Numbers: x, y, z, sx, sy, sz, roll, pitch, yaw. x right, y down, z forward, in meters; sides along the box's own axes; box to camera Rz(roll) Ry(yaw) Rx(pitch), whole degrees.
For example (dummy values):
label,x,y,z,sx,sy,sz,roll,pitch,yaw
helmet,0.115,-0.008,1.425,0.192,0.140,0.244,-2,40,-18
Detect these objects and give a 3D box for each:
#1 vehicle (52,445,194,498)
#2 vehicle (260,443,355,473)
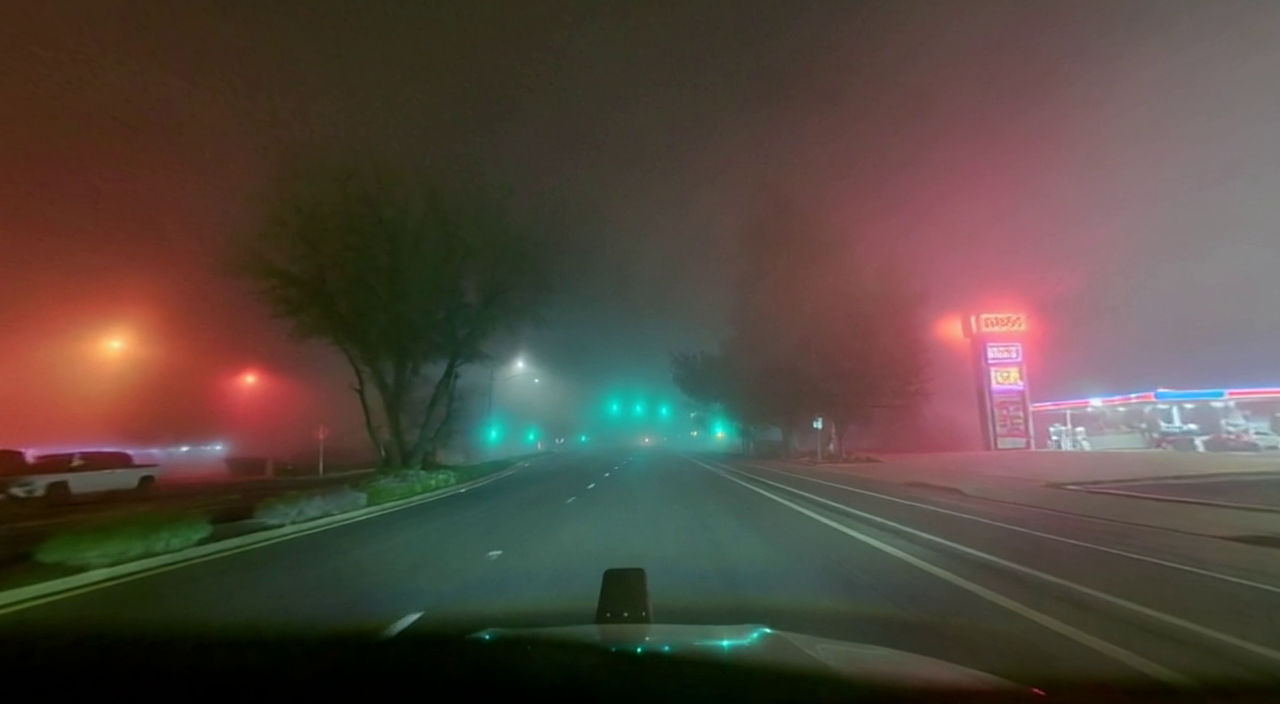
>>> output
label,x,y,z,sx,sy,sz,roll,pitch,yaw
vehicle,-24.290,5.594,29.751,5.040,2.072,1.949,-2,-5,0
vehicle,-22.635,7.206,43.150,5.215,1.887,2.213,1,-8,-8
